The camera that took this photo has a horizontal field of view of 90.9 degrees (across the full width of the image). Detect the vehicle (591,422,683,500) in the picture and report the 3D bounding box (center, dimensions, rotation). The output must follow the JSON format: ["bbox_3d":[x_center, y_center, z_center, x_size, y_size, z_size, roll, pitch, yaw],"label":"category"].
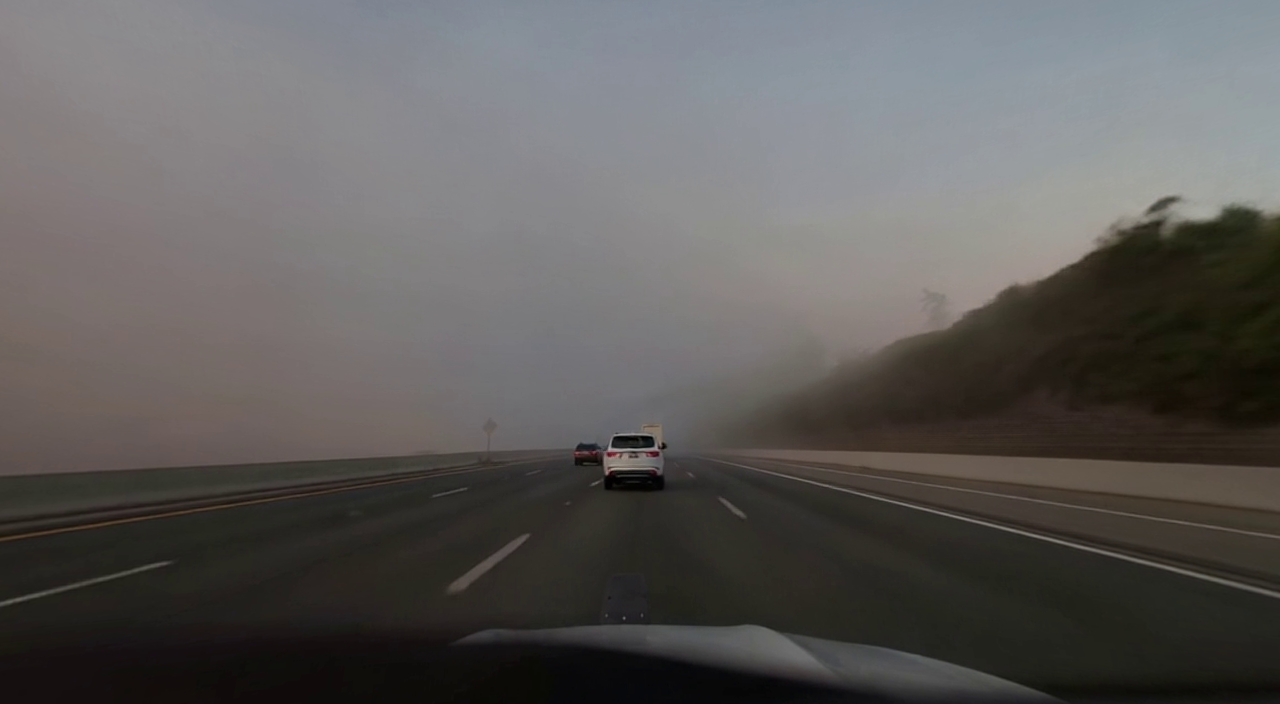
[{"bbox_3d":[-0.038,2.851,16.837,2.114,1.787,4.365,0,-8,1],"label":"vehicle"}]
